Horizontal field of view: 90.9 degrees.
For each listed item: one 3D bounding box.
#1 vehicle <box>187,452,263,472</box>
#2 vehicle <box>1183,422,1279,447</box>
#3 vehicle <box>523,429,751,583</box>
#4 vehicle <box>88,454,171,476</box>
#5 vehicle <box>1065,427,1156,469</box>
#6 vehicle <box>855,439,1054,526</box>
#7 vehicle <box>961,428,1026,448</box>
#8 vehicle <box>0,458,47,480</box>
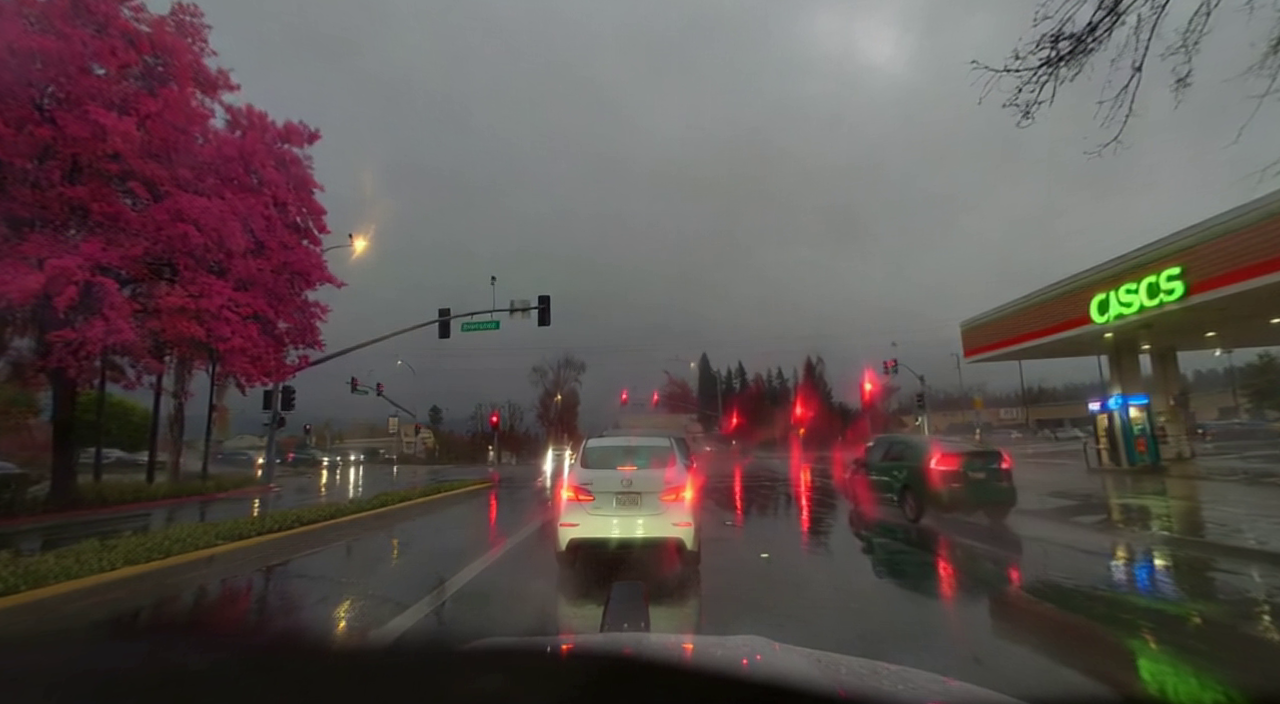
[{"bbox_3d":[-30.882,8.178,46.958,4.466,1.438,1.837,-1,-8,5],"label":"vehicle"},{"bbox_3d":[42.520,5.955,45.340,4.664,1.728,2.171,-1,-8,5],"label":"vehicle"},{"bbox_3d":[-0.051,1.800,8.228,2.213,1.482,4.057,0,-8,-1],"label":"vehicle"},{"bbox_3d":[-36.488,8.069,45.074,4.609,1.465,1.944,-2,-8,11],"label":"vehicle"},{"bbox_3d":[18.576,3.755,24.814,4.300,1.495,2.053,8,-12,-44],"label":"vehicle"},{"bbox_3d":[6.311,2.638,13.373,1.942,1.511,4.390,0,-8,0],"label":"vehicle"},{"bbox_3d":[27.730,6.783,49.539,3.968,1.572,1.740,0,-8,2],"label":"vehicle"},{"bbox_3d":[-44.680,8.220,44.245,4.368,1.419,1.959,-1,-8,7],"label":"vehicle"}]
